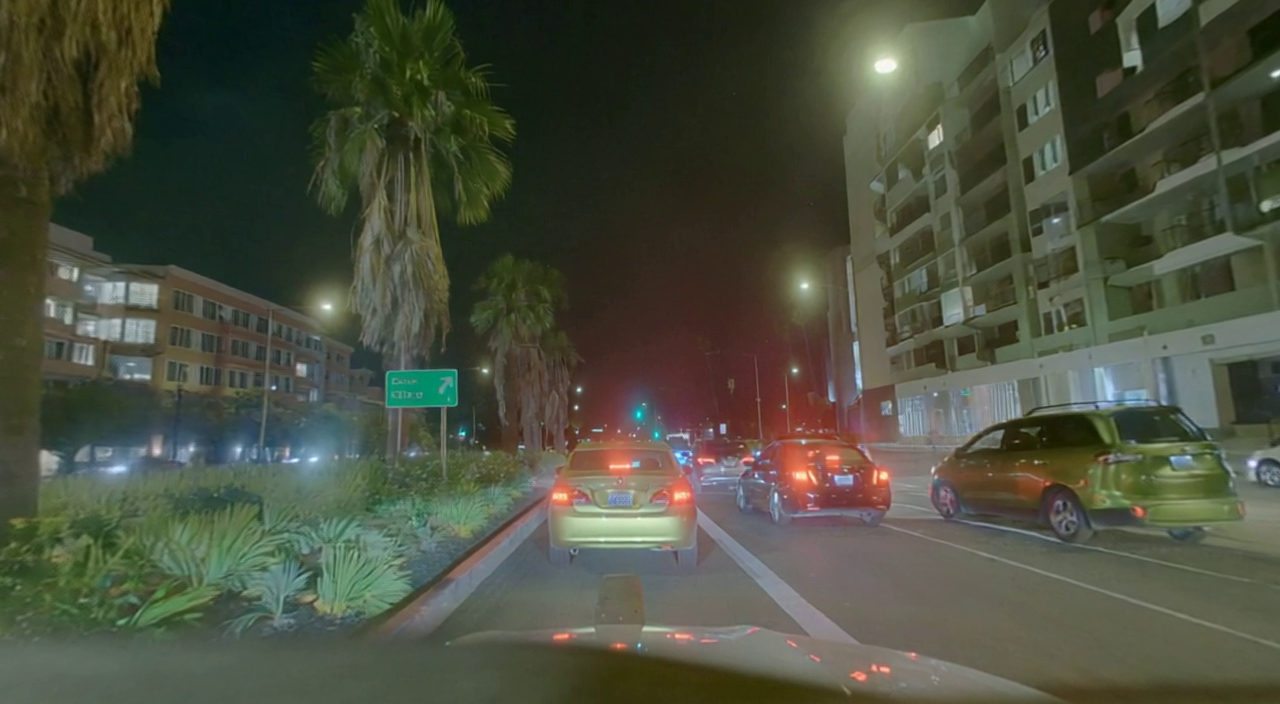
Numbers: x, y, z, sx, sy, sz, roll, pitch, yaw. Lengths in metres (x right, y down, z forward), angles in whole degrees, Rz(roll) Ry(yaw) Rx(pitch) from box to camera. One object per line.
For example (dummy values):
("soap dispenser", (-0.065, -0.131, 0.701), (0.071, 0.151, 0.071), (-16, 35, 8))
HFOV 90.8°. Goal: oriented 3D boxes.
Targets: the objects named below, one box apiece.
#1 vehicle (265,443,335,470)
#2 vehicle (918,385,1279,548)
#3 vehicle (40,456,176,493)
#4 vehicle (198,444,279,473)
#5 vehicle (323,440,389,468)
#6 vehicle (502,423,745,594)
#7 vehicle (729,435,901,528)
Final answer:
("vehicle", (-23.964, 7.358, 44.780), (2.055, 1.759, 5.200), (0, -8, 1))
("vehicle", (7.207, 1.876, 10.921), (2.254, 2.072, 5.577), (0, -8, 0))
("vehicle", (-23.685, 5.440, 28.442), (1.972, 1.425, 4.765), (0, -8, 0))
("vehicle", (-28.304, 7.493, 44.818), (2.115, 1.884, 5.481), (0, -8, 0))
("vehicle", (-20.692, 7.434, 46.301), (2.306, 1.880, 5.537), (0, -8, 0))
("vehicle", (-0.163, 1.687, 7.642), (2.158, 1.498, 3.919), (0, -8, 0))
("vehicle", (3.088, 2.377, 12.252), (1.925, 1.451, 4.436), (0, -8, -2))
